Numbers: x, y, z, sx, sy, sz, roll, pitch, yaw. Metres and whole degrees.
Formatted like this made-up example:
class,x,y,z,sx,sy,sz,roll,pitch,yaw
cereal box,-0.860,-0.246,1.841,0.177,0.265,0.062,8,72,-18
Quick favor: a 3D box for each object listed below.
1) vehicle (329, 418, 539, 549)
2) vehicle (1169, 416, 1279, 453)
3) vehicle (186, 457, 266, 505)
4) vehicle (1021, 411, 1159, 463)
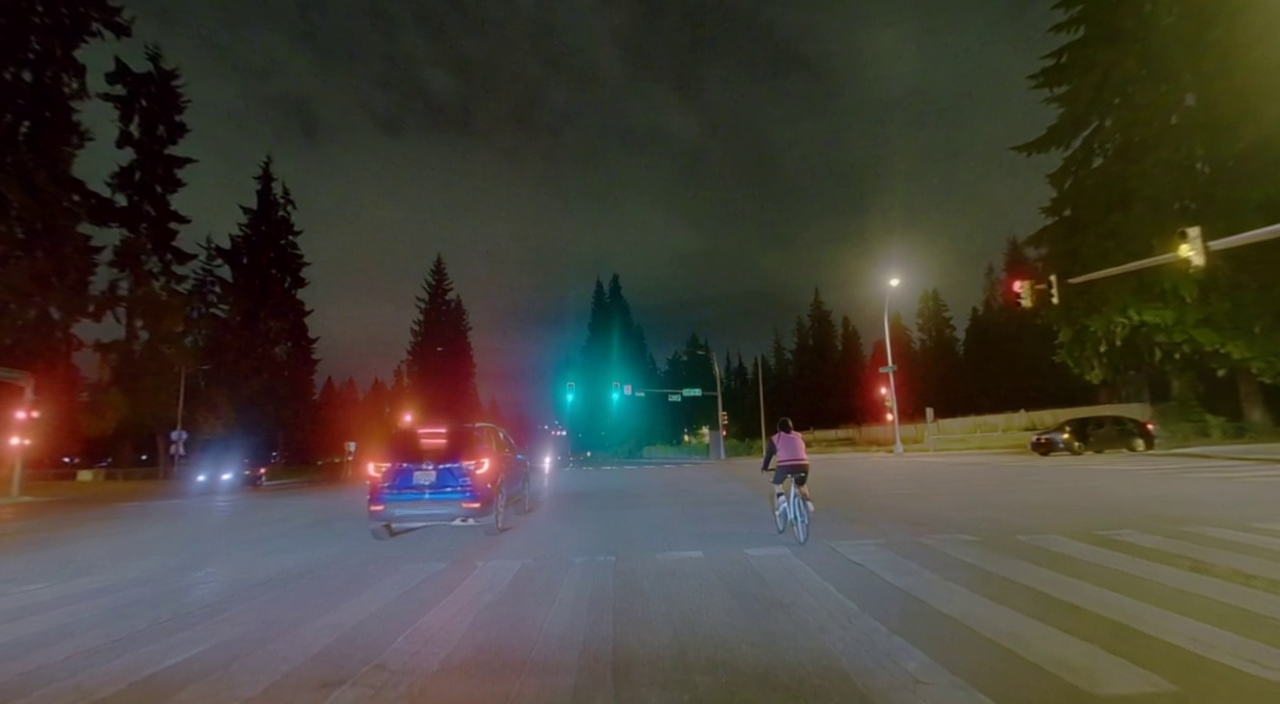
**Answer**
class,x,y,z,sx,sy,sz,roll,pitch,yaw
vehicle,-3.156,2.118,10.870,2.049,1.756,4.602,0,-8,0
vehicle,25.730,3.560,27.046,4.716,1.507,1.904,2,-9,-11
vehicle,-15.381,4.756,23.678,2.171,1.474,4.513,5,-10,-30
vehicle,18.544,3.527,26.086,4.237,1.948,1.997,0,-9,-9
